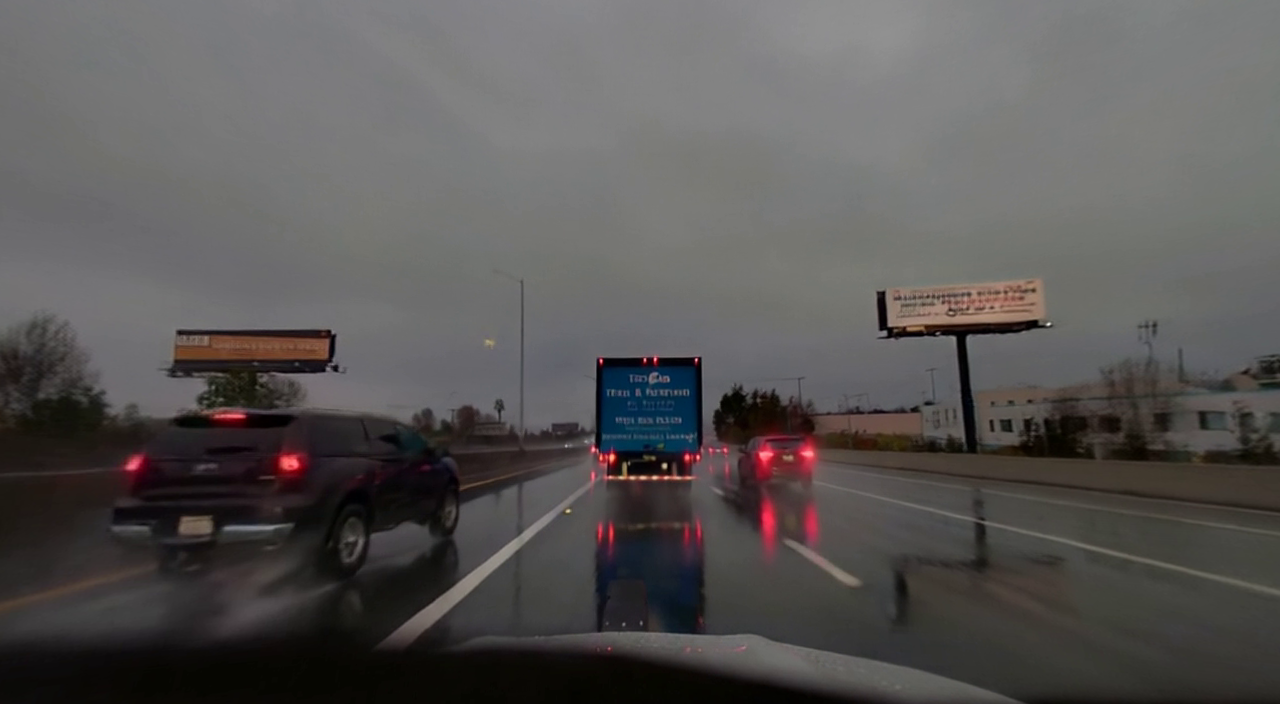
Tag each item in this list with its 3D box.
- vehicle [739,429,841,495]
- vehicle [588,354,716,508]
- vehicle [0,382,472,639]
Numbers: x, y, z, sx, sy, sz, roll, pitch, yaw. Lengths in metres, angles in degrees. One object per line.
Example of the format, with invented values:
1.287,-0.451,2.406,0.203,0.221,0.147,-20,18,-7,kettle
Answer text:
4.316,3.225,18.849,1.986,1.718,4.296,0,-8,0,vehicle
0.368,2.307,17.897,2.733,3.296,8.571,-1,-8,2,vehicle
-3.498,1.435,6.711,2.133,1.808,4.349,0,-8,1,vehicle
